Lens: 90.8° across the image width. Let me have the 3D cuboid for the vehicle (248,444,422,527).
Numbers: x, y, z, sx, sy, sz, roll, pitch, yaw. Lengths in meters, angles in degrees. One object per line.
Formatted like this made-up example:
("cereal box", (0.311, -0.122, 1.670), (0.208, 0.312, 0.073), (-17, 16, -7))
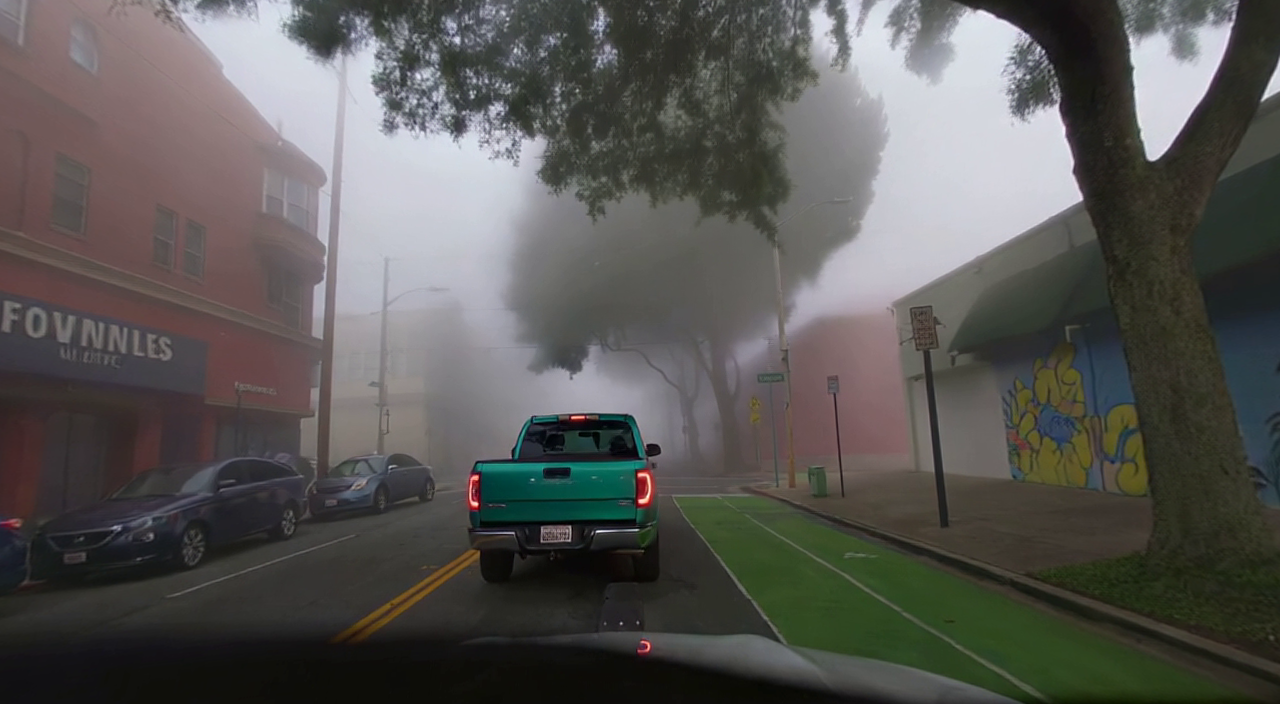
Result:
("vehicle", (-7.392, 3.222, 16.063), (1.884, 1.730, 5.076), (0, -8, 0))

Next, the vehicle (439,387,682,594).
("vehicle", (-0.697, 1.604, 8.161), (2.215, 1.882, 4.611), (0, -8, 1))

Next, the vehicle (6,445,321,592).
("vehicle", (-7.238, 2.457, 10.373), (1.882, 1.686, 4.489), (-4, -8, -3))
